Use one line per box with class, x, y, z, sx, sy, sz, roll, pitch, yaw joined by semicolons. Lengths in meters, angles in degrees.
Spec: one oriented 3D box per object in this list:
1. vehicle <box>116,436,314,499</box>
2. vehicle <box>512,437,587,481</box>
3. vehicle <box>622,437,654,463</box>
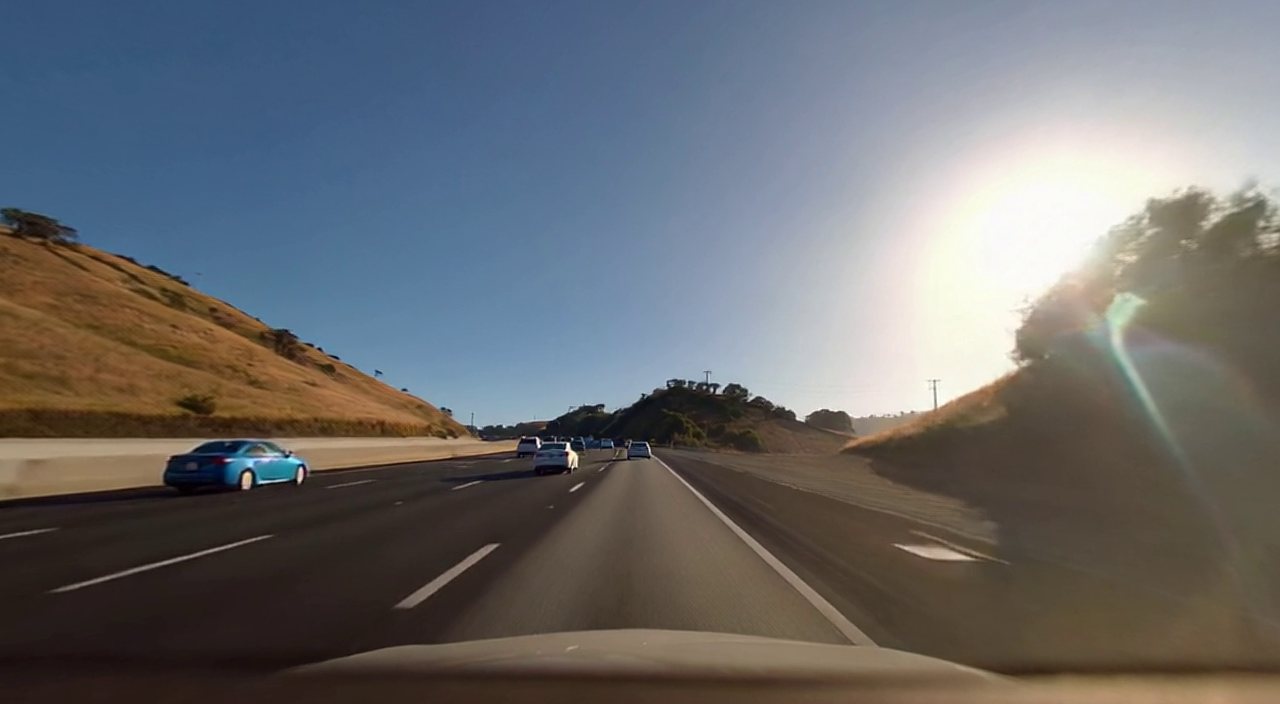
vehicle;-11.303;3.085;17.343;1.945;1.466;4.947;0;-8;1
vehicle;-3.362;4.089;24.402;2.080;1.505;4.649;-1;-8;1
vehicle;-0.120;6.910;44.602;2.138;1.674;4.044;0;-8;0
